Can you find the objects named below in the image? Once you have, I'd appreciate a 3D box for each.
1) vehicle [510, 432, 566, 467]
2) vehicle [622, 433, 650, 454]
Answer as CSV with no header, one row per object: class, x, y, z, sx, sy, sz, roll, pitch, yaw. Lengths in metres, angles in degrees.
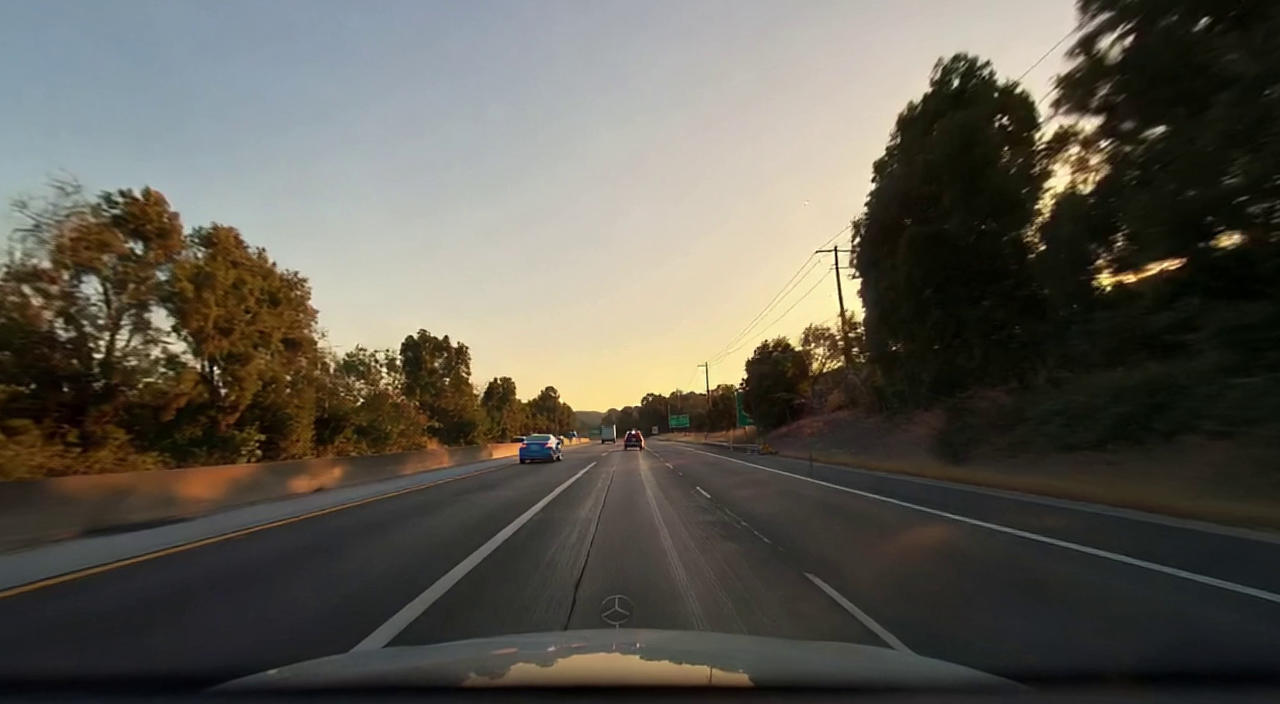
vehicle,-4.589,4.403,28.818,1.911,1.477,3.807,0,-8,0
vehicle,-0.303,6.522,45.089,1.890,1.472,3.716,0,-8,-1
